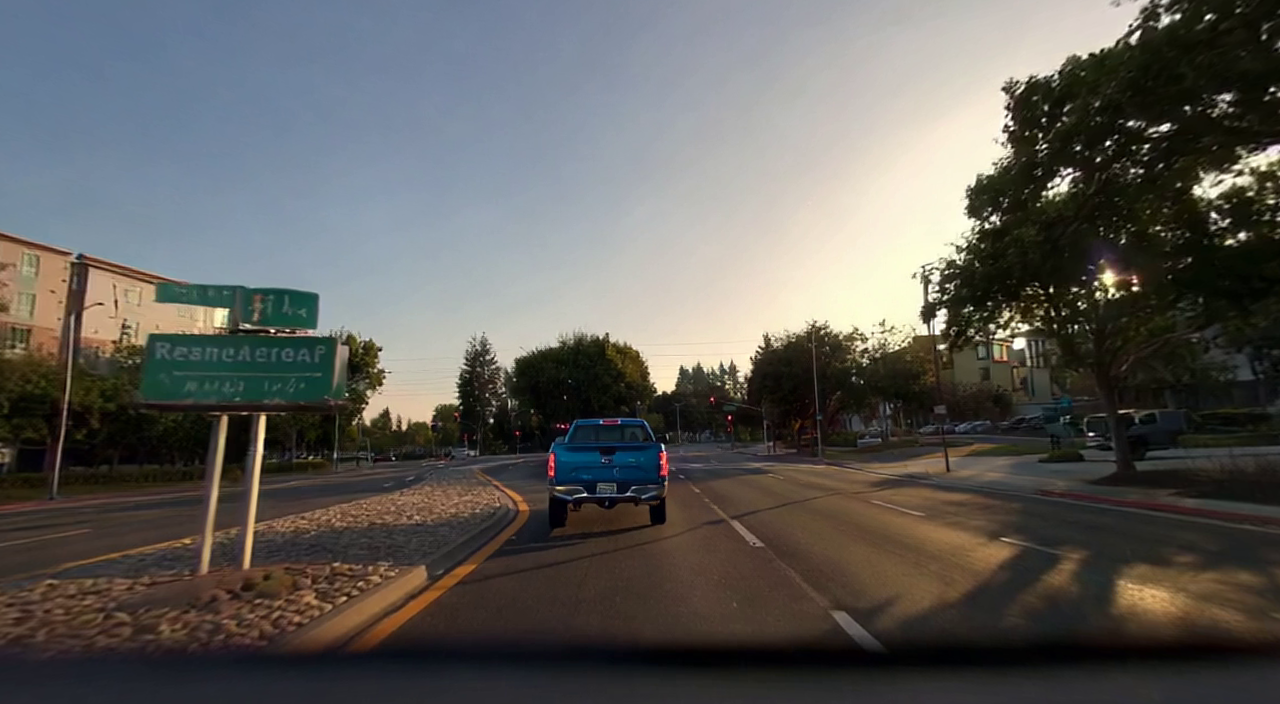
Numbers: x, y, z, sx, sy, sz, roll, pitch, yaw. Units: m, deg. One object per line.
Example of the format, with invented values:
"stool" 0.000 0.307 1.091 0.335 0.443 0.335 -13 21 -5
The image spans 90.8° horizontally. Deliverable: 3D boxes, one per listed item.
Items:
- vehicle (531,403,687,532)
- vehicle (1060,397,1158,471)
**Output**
"vehicle" -0.470 1.930 11.144 2.145 1.762 4.731 0 -8 -1
"vehicle" 16.513 2.917 22.310 1.862 2.438 1.649 0 -10 -14
